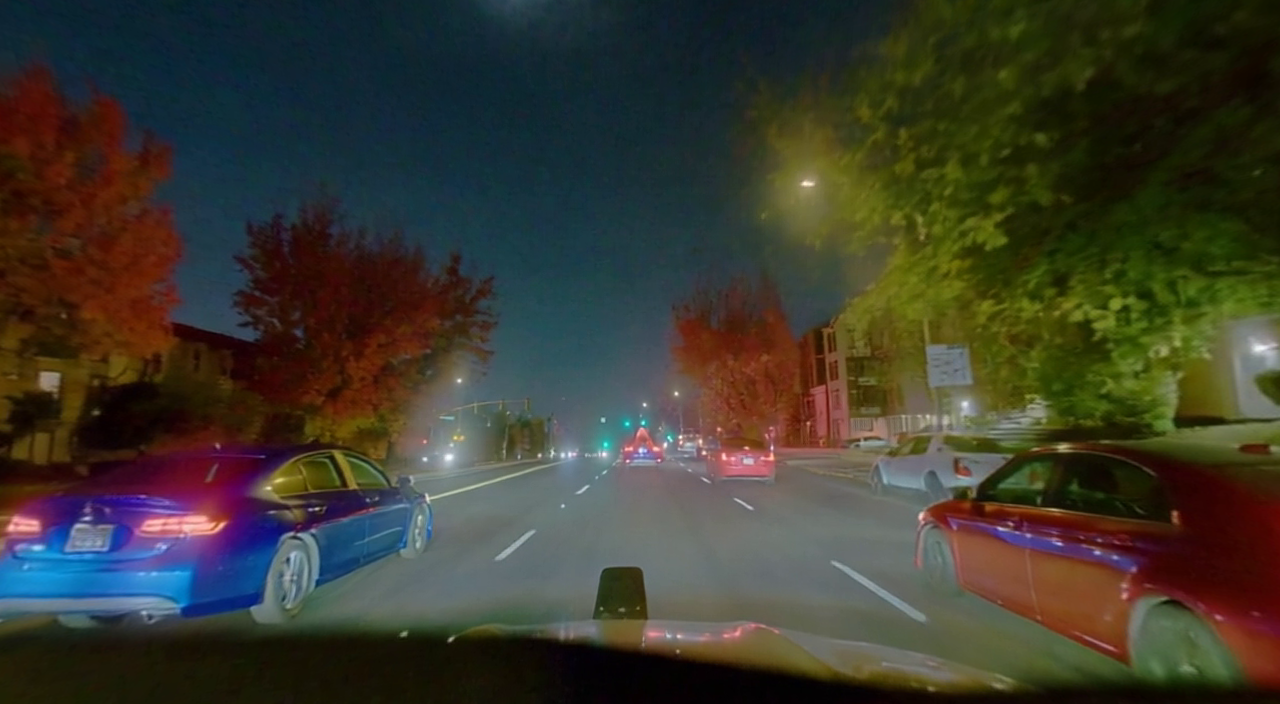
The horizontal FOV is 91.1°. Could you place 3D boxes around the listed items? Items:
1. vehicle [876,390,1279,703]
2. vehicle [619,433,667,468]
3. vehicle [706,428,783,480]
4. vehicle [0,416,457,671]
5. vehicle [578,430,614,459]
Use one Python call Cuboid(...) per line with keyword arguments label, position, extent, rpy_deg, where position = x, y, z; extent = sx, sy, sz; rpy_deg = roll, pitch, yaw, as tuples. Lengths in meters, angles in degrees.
Cuboid(label="vehicle", position=(3.359, 1.120, 3.908), extent=(2.060, 1.474, 4.475), rpy_deg=(0, -8, 0))
Cuboid(label="vehicle", position=(0.133, 5.025, 32.311), extent=(2.293, 1.662, 4.262), rpy_deg=(0, -8, 0))
Cuboid(label="vehicle", position=(3.648, 3.667, 22.773), extent=(2.019, 1.675, 4.488), rpy_deg=(0, -8, 0))
Cuboid(label="vehicle", position=(-3.496, 1.461, 6.039), extent=(1.997, 1.479, 4.547), rpy_deg=(0, -8, 1))
Cuboid(label="vehicle", position=(-3.310, 7.110, 48.154), extent=(2.246, 2.062, 5.123), rpy_deg=(0, -8, 2))
